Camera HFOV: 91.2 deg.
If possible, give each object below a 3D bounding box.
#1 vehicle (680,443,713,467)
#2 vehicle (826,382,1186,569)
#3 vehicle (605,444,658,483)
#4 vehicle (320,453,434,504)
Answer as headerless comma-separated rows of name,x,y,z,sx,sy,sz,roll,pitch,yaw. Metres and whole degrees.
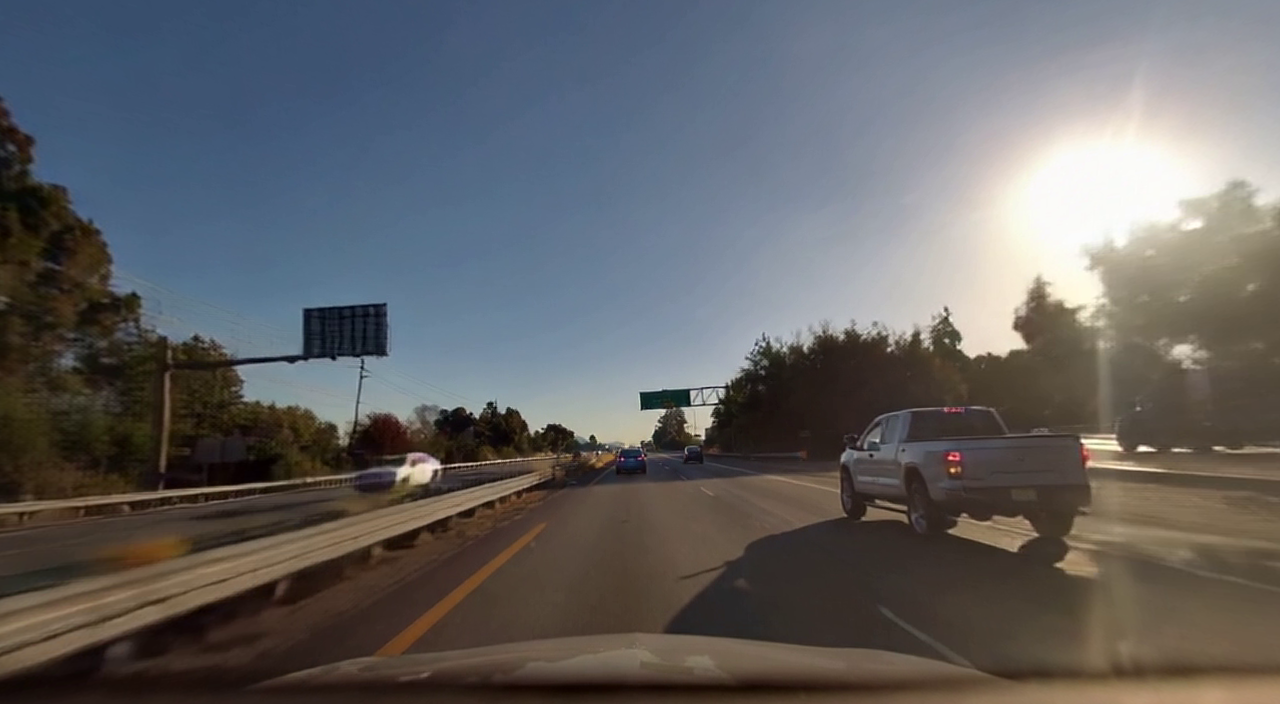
vehicle,4.043,7.452,45.367,1.936,1.589,3.915,0,-9,0
vehicle,4.588,1.674,9.090,2.261,1.952,4.784,0,-9,0
vehicle,-0.325,4.624,26.174,2.029,1.483,3.769,0,-9,0
vehicle,-8.891,4.294,21.730,1.912,1.532,4.610,-1,-9,1
